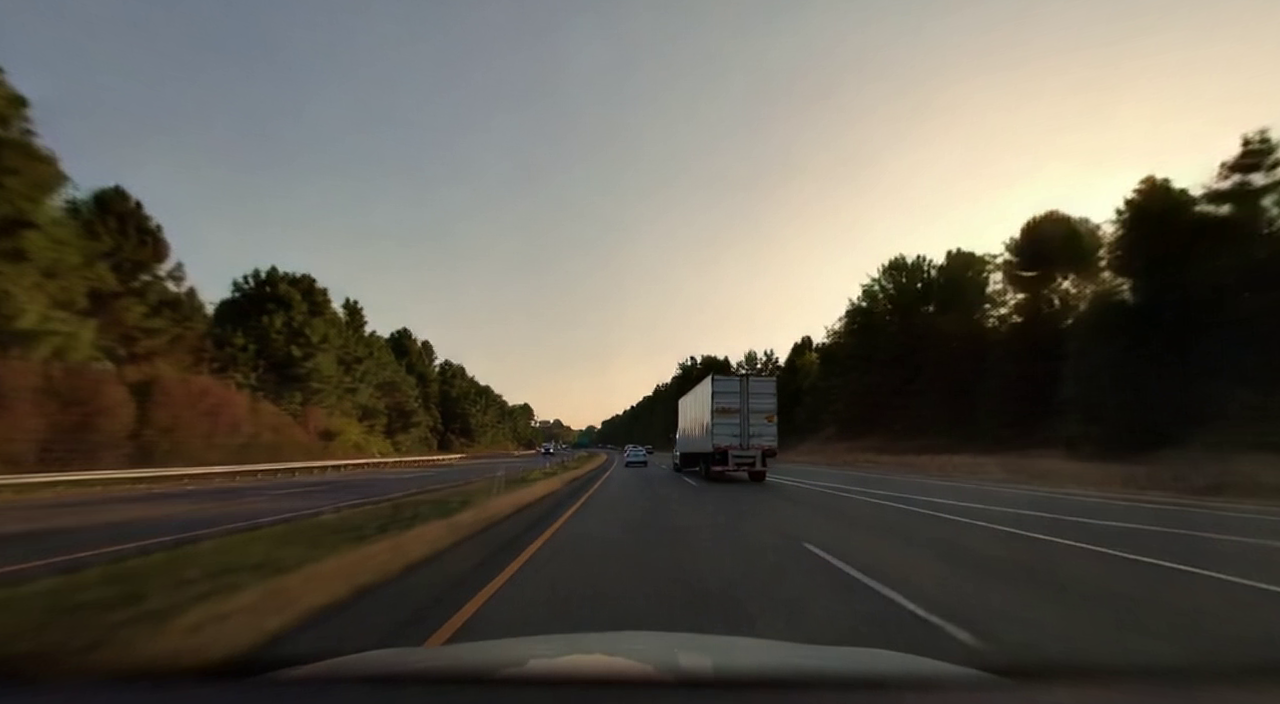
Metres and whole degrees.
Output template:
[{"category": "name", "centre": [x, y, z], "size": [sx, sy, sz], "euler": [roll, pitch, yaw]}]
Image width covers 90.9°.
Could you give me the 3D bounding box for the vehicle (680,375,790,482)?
[{"category": "vehicle", "centre": [4.065, 4.038, 31.350], "size": [2.883, 4.057, 14.579], "euler": [0, -9, -1]}]

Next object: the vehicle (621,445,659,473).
[{"category": "vehicle", "centre": [-0.072, 6.147, 36.364], "size": [2.051, 1.513, 4.511], "euler": [0, -9, -2]}]
